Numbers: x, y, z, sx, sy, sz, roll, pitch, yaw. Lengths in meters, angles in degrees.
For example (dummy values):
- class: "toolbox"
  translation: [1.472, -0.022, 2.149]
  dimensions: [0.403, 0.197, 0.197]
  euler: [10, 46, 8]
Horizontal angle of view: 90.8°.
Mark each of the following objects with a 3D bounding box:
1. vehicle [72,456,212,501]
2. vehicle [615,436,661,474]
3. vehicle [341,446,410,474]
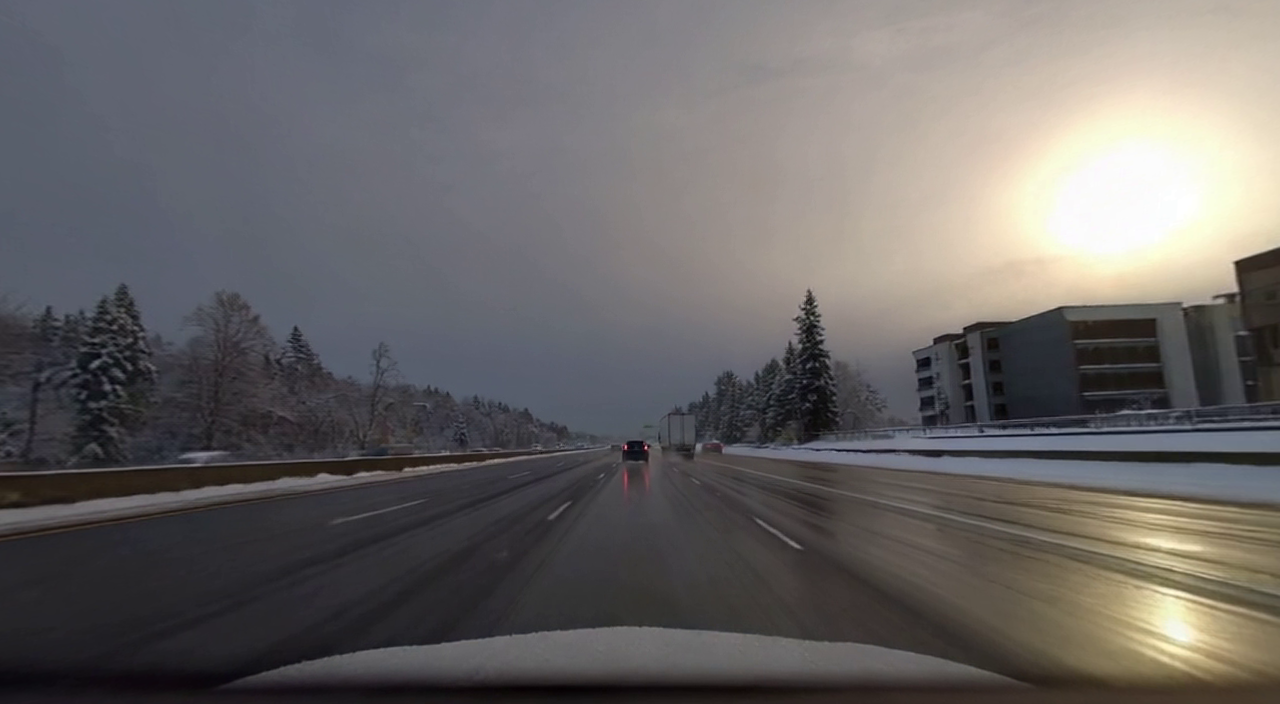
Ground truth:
- class: "vehicle"
  translation: [-18.059, 4.566, 23.198]
  dimensions: [1.790, 1.443, 4.106]
  euler: [0, -9, 0]
- class: "vehicle"
  translation: [-0.135, 5.532, 34.107]
  dimensions: [2.297, 1.912, 4.355]
  euler: [0, -9, -1]
- class: "vehicle"
  translation: [-18.076, 7.370, 43.475]
  dimensions: [2.226, 1.790, 5.699]
  euler: [0, -9, 1]
